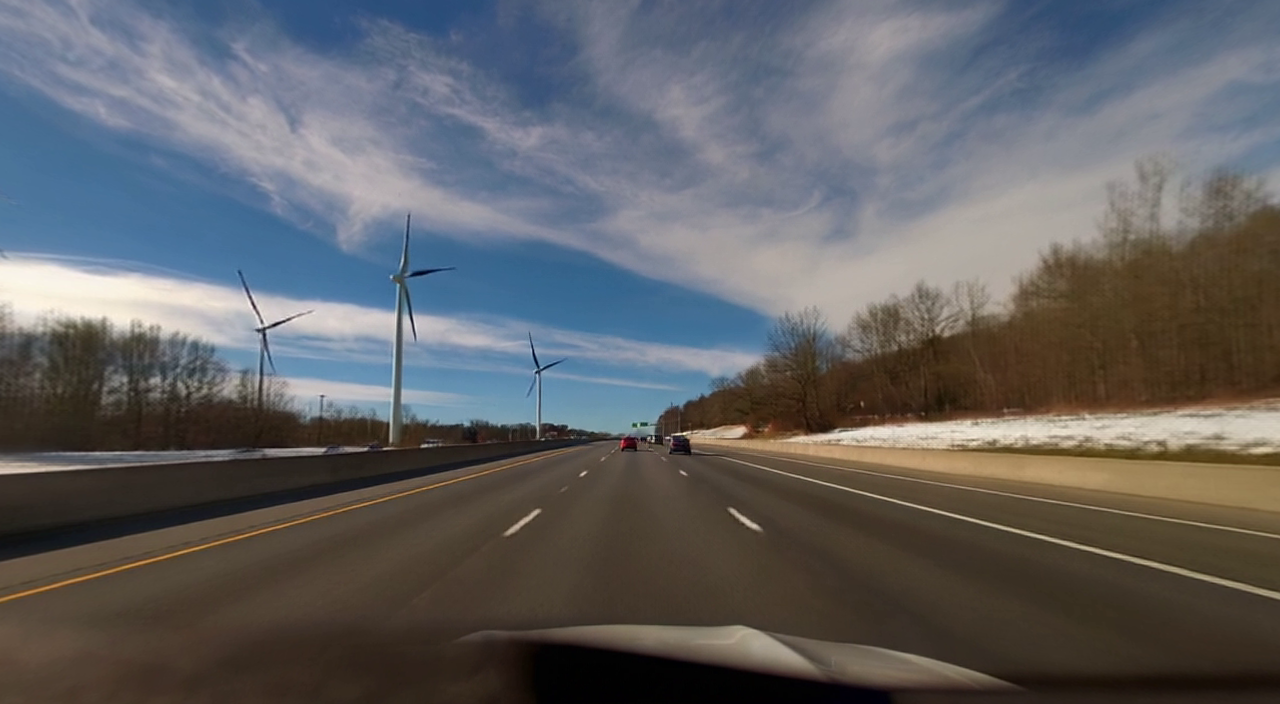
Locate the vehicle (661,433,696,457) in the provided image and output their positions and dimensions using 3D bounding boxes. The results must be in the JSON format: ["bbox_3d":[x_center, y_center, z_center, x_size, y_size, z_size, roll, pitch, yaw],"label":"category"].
[{"bbox_3d":[2.615,6.466,43.915,2.041,1.551,3.974,0,-8,-3],"label":"vehicle"}]
